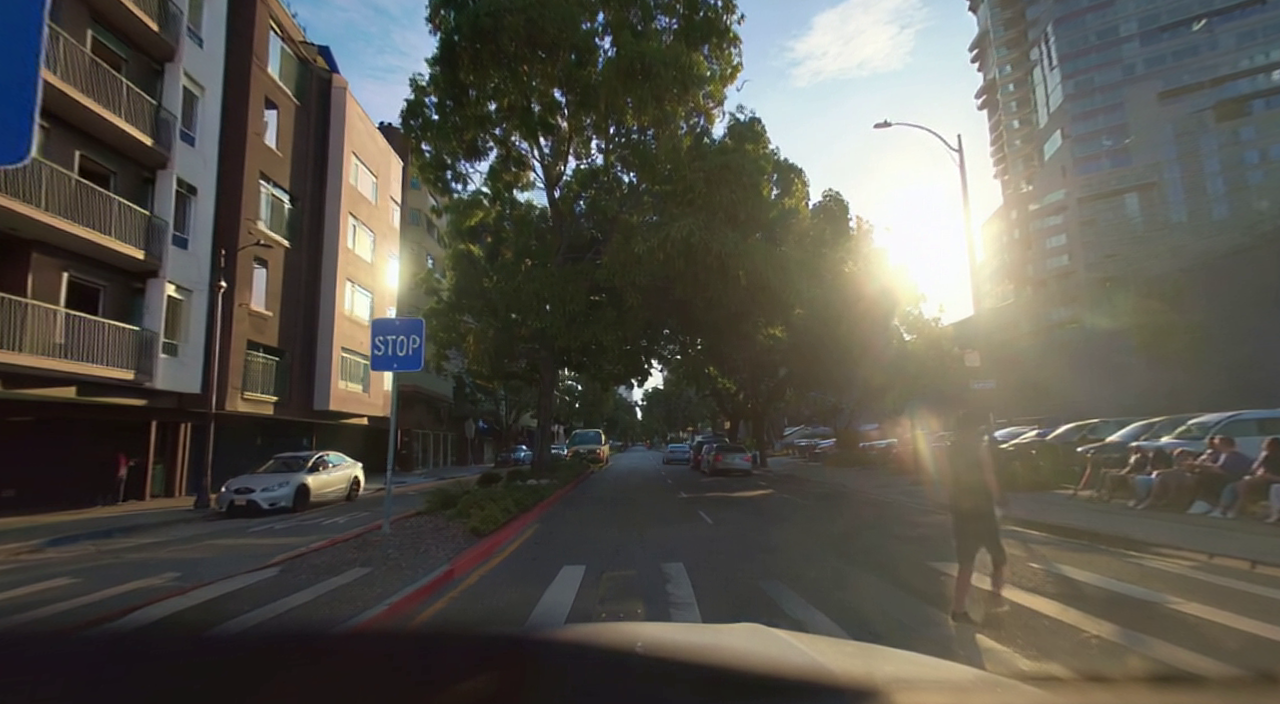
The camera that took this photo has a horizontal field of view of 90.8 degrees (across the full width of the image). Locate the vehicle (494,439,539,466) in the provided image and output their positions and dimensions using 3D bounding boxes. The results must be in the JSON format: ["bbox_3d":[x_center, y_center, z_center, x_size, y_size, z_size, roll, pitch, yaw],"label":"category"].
[{"bbox_3d":[-8.871,7.234,45.599,2.256,1.802,4.333,0,-8,2],"label":"vehicle"}]

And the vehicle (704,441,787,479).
[{"bbox_3d":[4.588,4.562,26.985,1.858,1.491,4.329,-5,-10,33],"label":"vehicle"}]

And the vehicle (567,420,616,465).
[{"bbox_3d":[-2.977,5.757,40.109,2.317,2.596,6.053,0,-8,3],"label":"vehicle"}]

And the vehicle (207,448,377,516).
[{"bbox_3d":[-8.797,3.285,16.528,2.007,1.503,4.343,0,-8,-1],"label":"vehicle"}]
